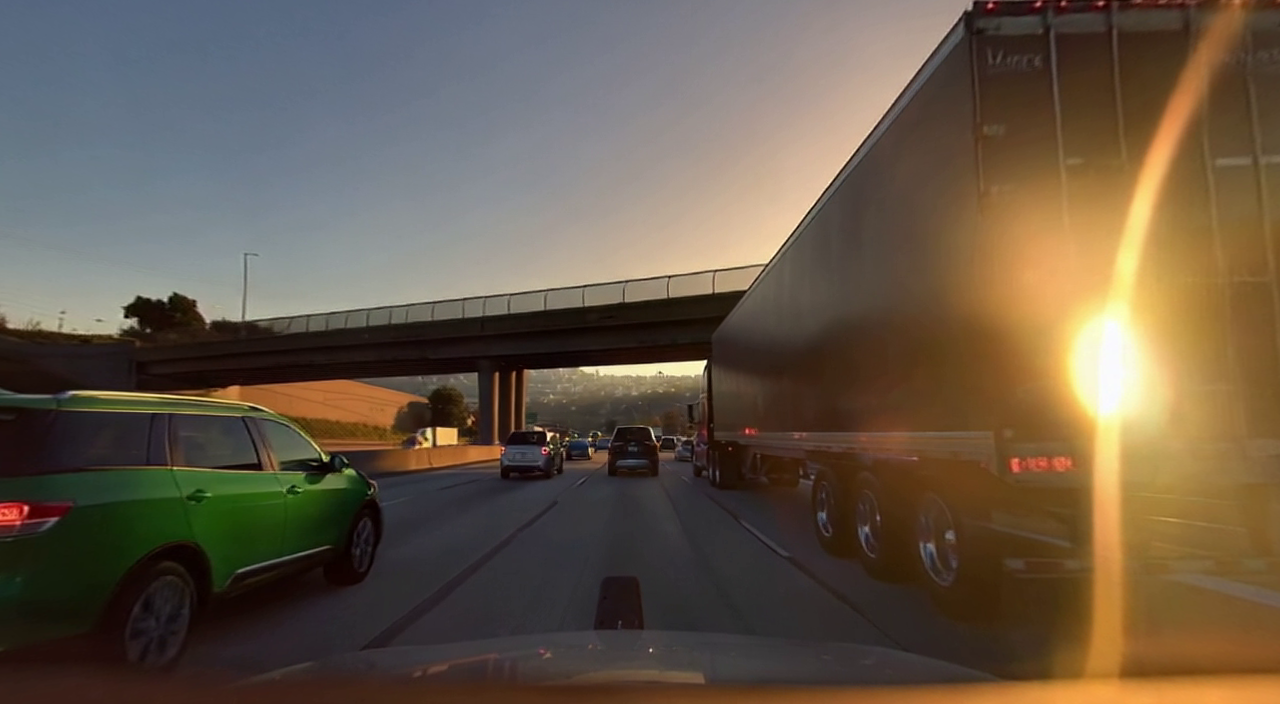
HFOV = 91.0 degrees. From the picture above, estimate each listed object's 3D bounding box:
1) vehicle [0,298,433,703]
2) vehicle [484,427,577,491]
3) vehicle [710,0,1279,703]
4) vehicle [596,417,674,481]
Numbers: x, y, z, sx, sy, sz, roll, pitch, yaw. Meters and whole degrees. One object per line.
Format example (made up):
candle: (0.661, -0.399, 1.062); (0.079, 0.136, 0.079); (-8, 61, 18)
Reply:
vehicle: (-3.285, 1.015, 4.080); (2.193, 1.803, 4.958); (0, -8, 0)
vehicle: (-3.361, 3.406, 20.351); (2.120, 1.812, 4.659); (0, -8, 1)
vehicle: (3.490, 0.530, 9.095); (2.852, 4.121, 16.210); (0, -8, -1)
vehicle: (-0.197, 3.832, 24.945); (2.704, 2.216, 5.804); (0, -8, 0)
